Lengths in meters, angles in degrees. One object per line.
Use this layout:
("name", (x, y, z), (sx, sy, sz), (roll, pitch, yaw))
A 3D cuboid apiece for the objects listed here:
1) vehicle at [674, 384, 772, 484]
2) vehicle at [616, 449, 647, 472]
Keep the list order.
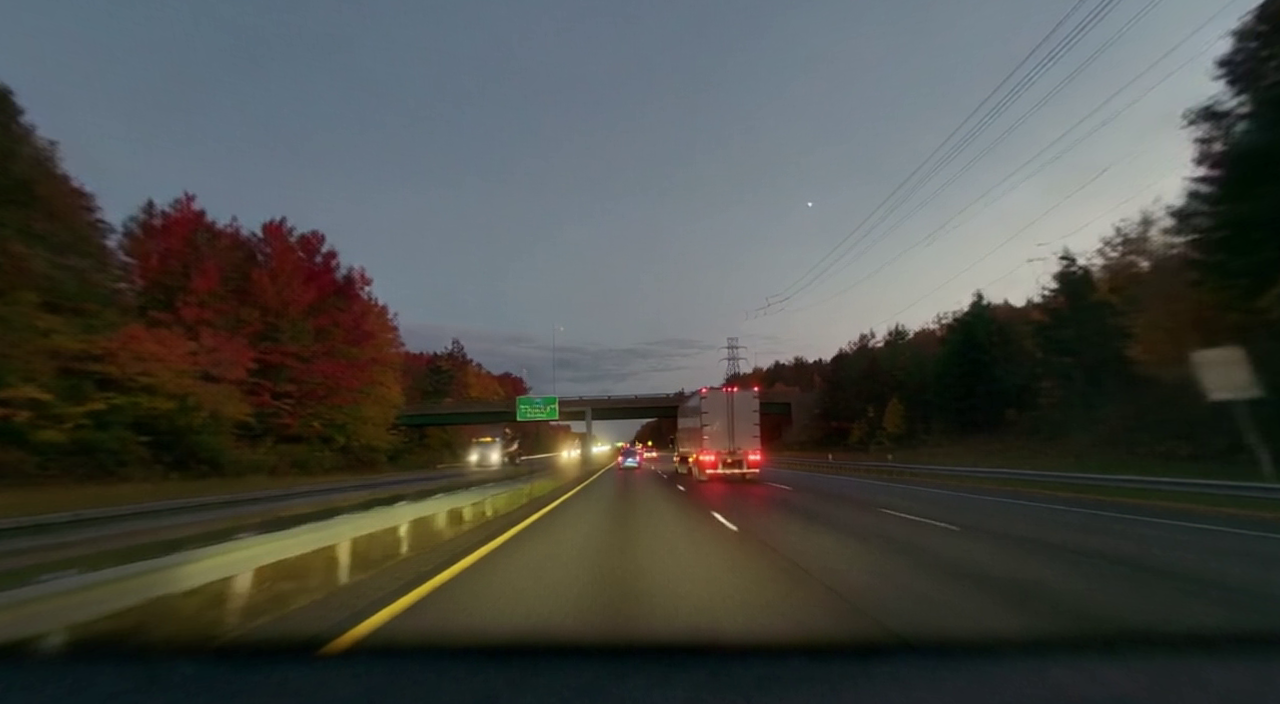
("vehicle", (3.930, 4.611, 34.018), (2.956, 4.281, 14.327), (0, -9, -2))
("vehicle", (-0.564, 7.246, 42.178), (1.961, 1.454, 3.755), (0, -9, -1))
